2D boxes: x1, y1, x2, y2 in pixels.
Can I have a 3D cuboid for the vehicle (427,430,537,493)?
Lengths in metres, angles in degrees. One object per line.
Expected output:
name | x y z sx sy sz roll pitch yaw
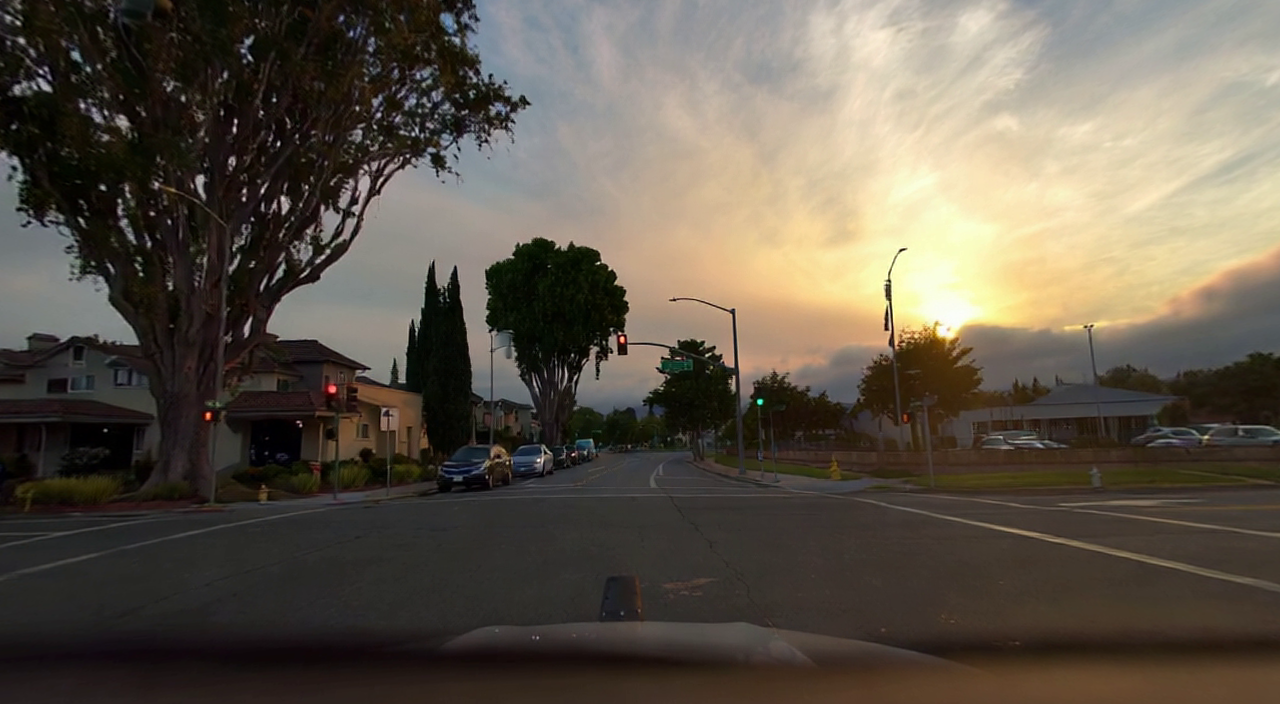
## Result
vehicle | -6.542 4.654 27.430 2.896 2.339 7.322 0 -8 0

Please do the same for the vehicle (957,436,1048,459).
vehicle | 25.052 6.604 43.737 5.172 1.515 1.851 0 -8 -2

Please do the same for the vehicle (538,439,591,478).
vehicle | -3.655 5.290 31.618 2.120 1.783 4.788 0 -9 -1

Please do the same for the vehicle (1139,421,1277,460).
vehicle | 33.283 5.207 37.134 5.969 2.149 2.331 0 -9 -3
